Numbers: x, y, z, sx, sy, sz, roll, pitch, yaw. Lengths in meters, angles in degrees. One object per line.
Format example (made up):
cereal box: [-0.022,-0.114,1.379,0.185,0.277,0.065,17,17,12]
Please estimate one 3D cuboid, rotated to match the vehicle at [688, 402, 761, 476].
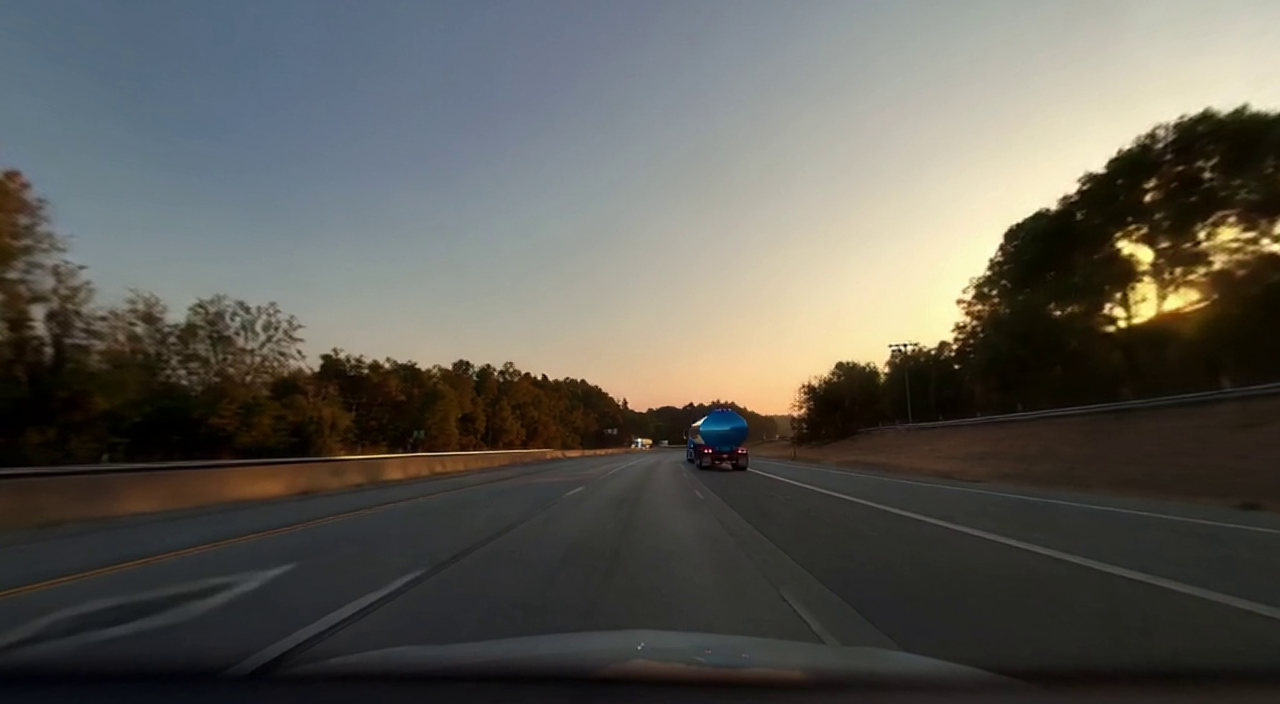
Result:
vehicle: [4.675,5.345,38.258,2.880,3.624,14.397,0,-8,2]
